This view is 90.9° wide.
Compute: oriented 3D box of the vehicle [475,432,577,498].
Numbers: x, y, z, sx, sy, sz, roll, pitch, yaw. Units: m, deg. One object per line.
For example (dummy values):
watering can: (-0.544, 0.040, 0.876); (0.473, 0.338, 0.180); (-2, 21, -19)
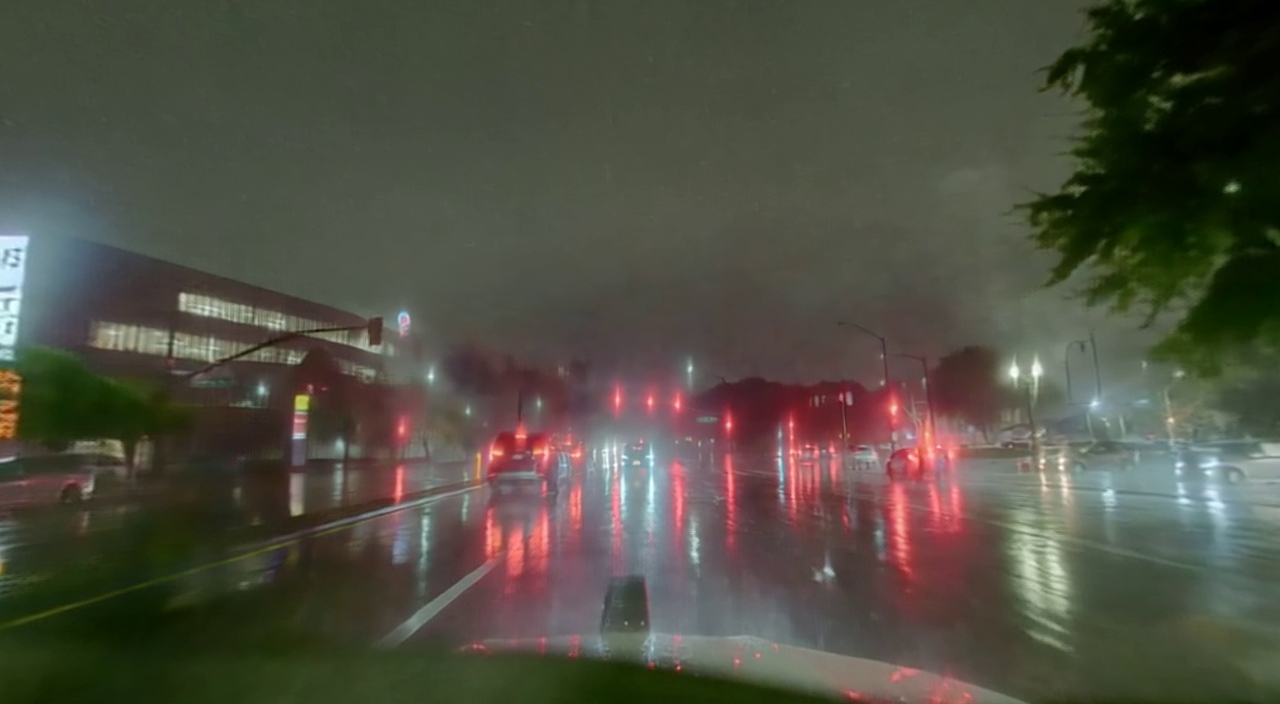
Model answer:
vehicle: (-3.187, 3.256, 18.652); (2.057, 1.678, 4.639); (0, -8, 1)

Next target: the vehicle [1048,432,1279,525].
vehicle: (10.397, 2.358, 12.339); (1.936, 1.474, 4.331); (0, -8, 0)

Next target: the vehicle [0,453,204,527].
vehicle: (-12.898, 3.129, 14.748); (4.481, 1.455, 2.068); (-3, -9, 19)

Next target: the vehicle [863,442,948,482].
vehicle: (11.151, 4.613, 26.802); (1.935, 1.435, 4.141); (3, -8, 1)

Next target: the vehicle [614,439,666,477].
vehicle: (0.000, 4.541, 27.194); (2.059, 1.477, 3.988); (0, -8, 0)
